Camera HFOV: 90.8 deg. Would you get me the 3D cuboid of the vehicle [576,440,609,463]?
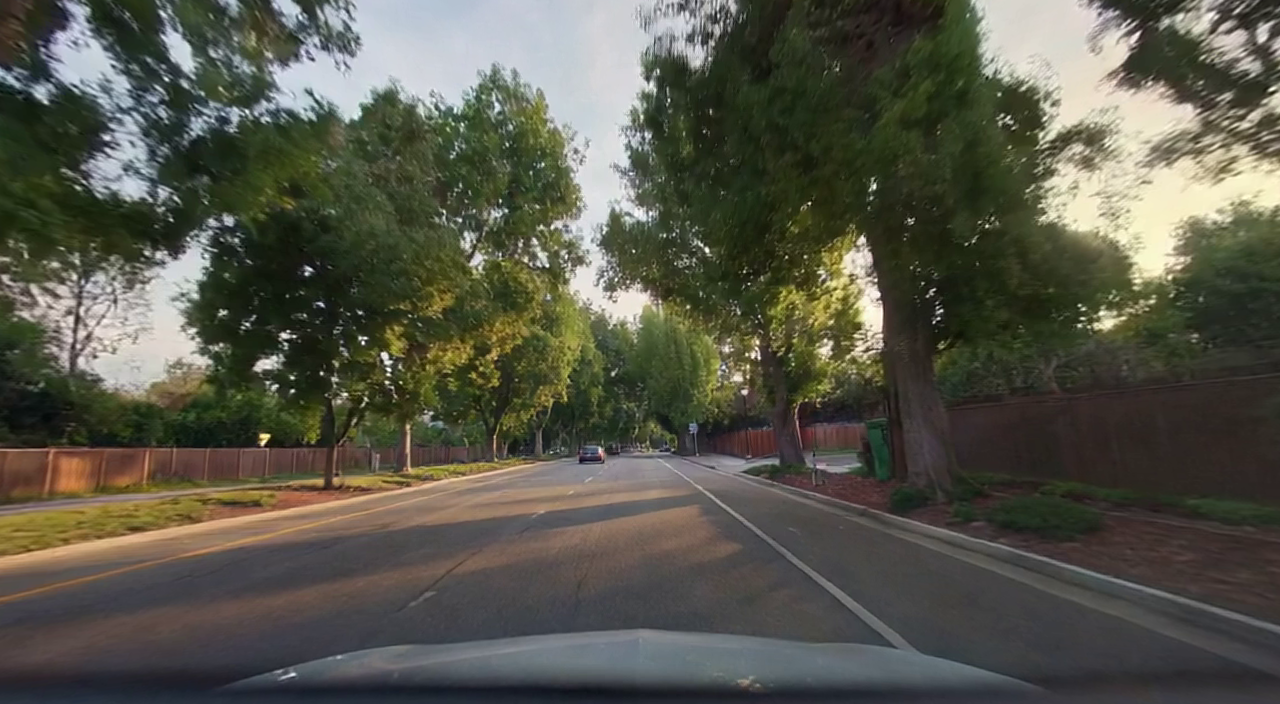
[{"bbox_3d":[-3.567,7.542,47.999,2.221,1.707,4.243,0,-8,0],"label":"vehicle"}]
